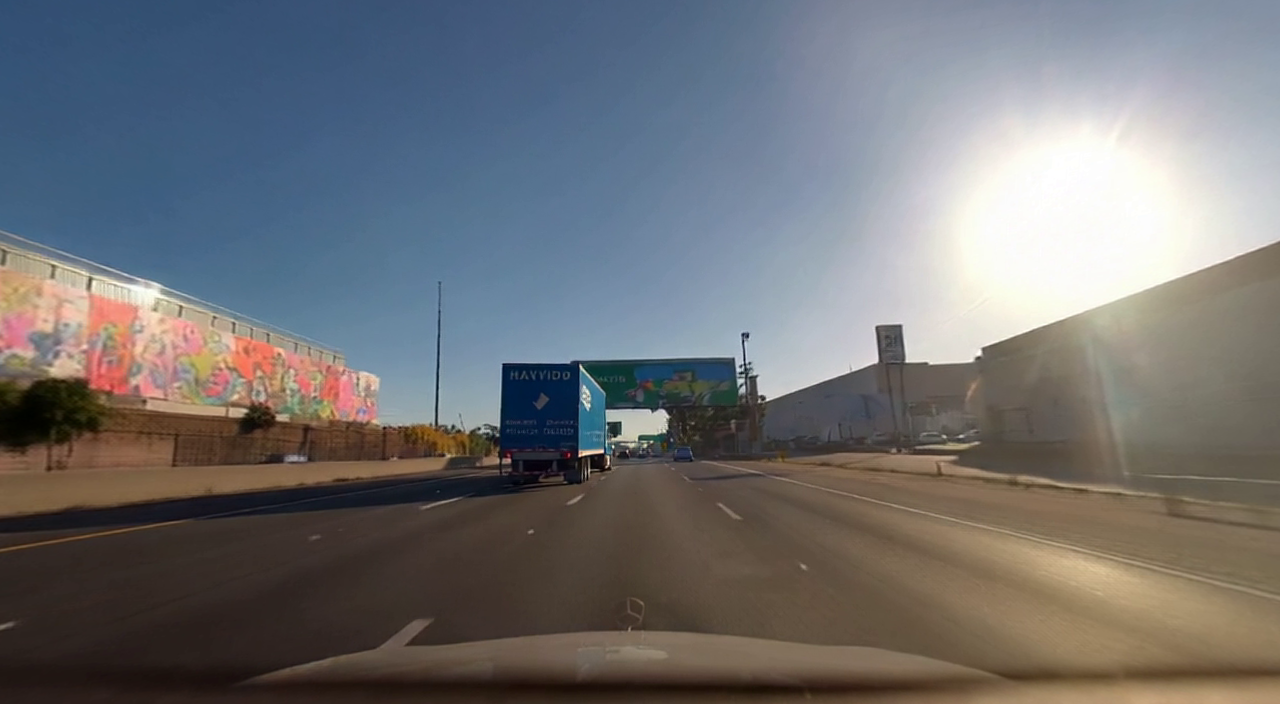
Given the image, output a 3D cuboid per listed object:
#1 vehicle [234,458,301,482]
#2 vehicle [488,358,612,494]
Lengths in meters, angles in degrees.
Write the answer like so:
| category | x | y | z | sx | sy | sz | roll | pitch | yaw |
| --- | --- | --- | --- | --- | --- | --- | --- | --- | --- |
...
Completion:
| category | x | y | z | sx | sy | sz | roll | pitch | yaw |
| --- | --- | --- | --- | --- | --- | --- | --- | --- | --- |
| vehicle | -24.692 | 7.801 | 42.013 | 1.883 | 1.412 | 4.102 | 0 | -8 | 2 |
| vehicle | -2.906 | 2.809 | 23.452 | 2.977 | 4.048 | 8.890 | -1 | -8 | 2 |
